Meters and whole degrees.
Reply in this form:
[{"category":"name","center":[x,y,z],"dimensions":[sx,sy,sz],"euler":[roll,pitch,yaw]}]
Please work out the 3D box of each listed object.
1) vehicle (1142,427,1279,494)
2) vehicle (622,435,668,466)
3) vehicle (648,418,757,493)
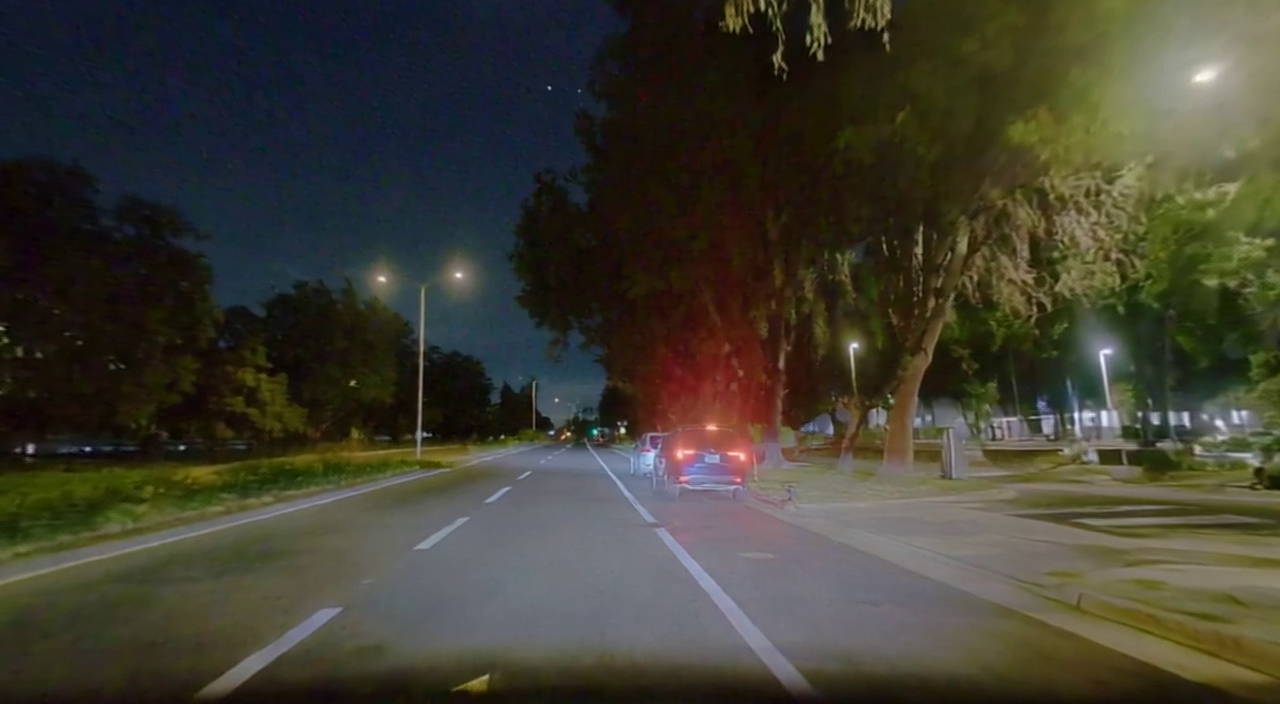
[{"category":"vehicle","center":[17.628,3.126,18.216],"dimensions":[2.068,1.759,4.747],"euler":[3,-9,-6]},{"category":"vehicle","center":[0.212,5.250,33.774],"dimensions":[1.832,1.538,4.208],"euler":[1,-8,-8]},{"category":"vehicle","center":[1.646,2.986,18.531],"dimensions":[2.226,1.889,4.543],"euler":[1,-8,-7]}]
